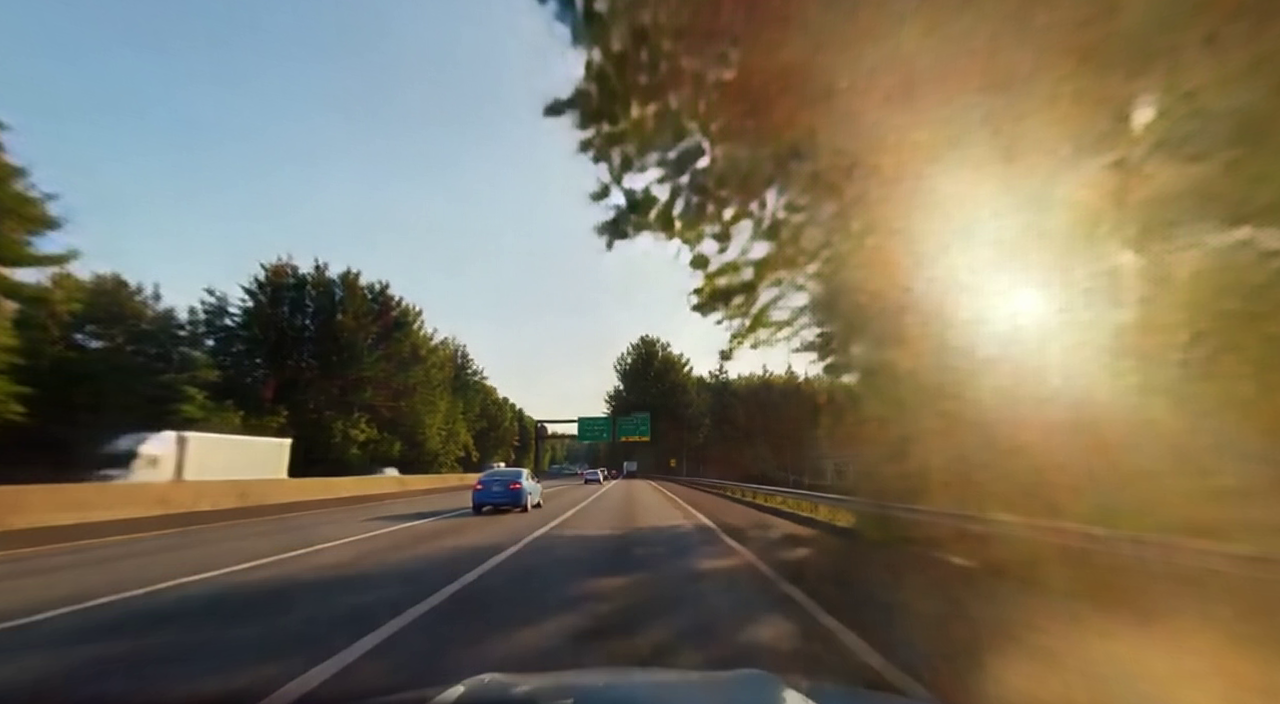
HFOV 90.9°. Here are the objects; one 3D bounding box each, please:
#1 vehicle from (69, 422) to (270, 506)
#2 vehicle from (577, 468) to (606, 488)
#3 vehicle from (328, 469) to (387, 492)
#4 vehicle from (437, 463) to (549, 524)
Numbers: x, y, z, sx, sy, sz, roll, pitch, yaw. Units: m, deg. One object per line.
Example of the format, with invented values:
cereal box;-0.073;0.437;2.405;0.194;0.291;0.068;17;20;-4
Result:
vehicle;-24.785;6.151;34.347;2.968;3.818;10.189;1;-11;0
vehicle;-3.769;9.908;49.714;1.954;1.509;4.094;1;-11;0
vehicle;-19.950;9.076;44.718;2.002;1.527;4.619;1;-11;0
vehicle;-3.966;3.922;17.886;1.995;1.467;4.467;0;-11;1
